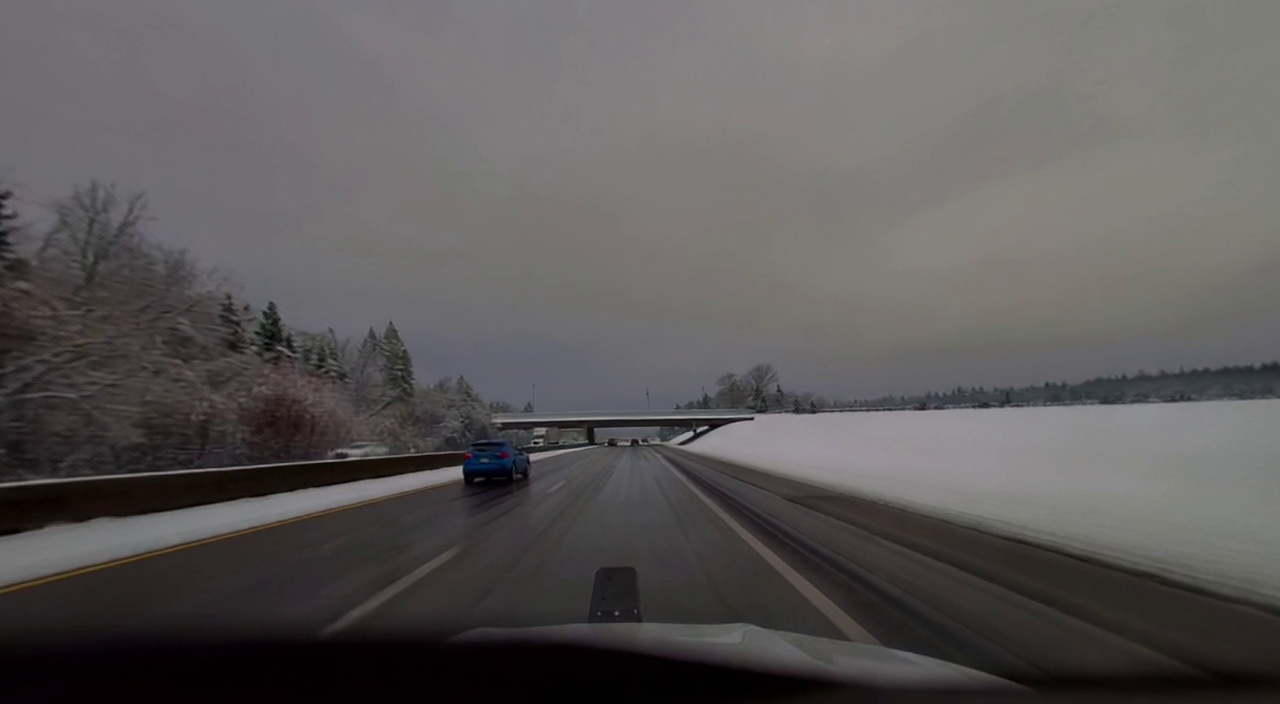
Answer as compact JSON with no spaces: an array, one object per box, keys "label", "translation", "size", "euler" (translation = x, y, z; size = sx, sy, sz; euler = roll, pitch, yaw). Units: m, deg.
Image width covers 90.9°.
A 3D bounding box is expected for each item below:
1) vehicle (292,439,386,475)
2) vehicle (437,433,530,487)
[{"label":"vehicle","translation":[-13.589,4.742,28.797],"size":[1.993,1.485,4.604],"euler":[0,-8,0]},{"label":"vehicle","translation":[-4.825,3.355,19.998],"size":[1.965,1.513,3.774],"euler":[0,-8,0]}]
